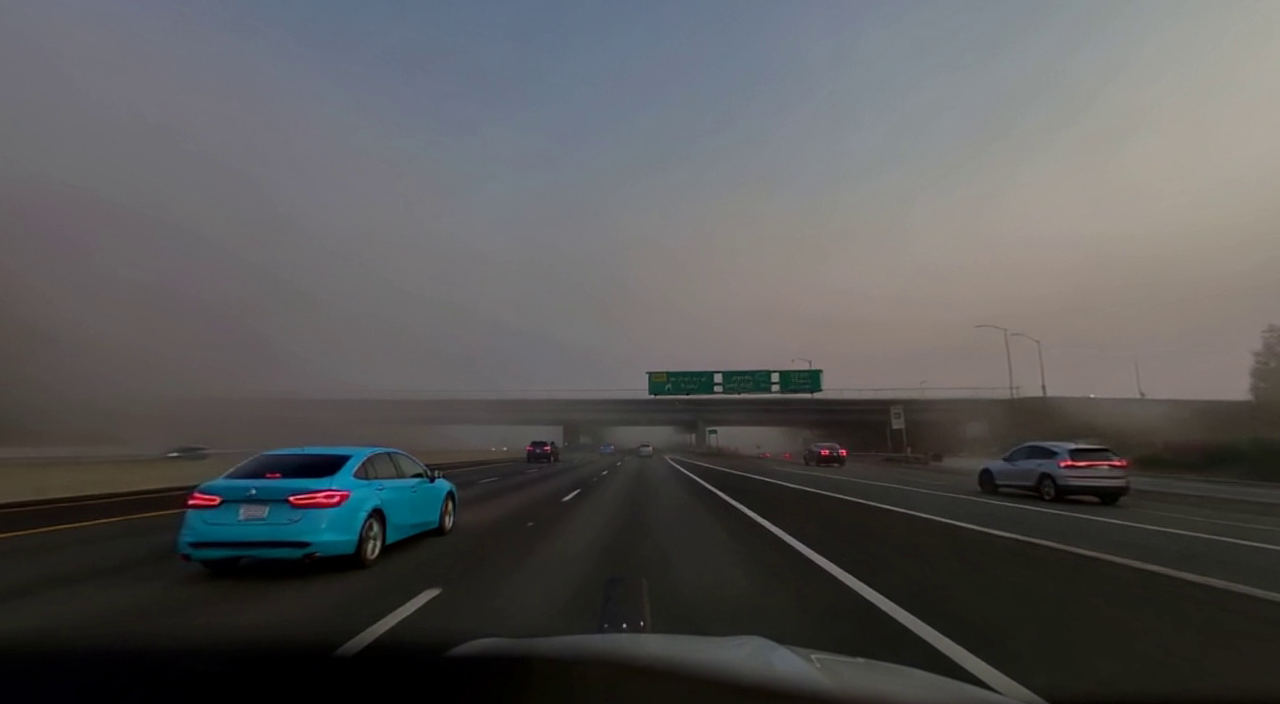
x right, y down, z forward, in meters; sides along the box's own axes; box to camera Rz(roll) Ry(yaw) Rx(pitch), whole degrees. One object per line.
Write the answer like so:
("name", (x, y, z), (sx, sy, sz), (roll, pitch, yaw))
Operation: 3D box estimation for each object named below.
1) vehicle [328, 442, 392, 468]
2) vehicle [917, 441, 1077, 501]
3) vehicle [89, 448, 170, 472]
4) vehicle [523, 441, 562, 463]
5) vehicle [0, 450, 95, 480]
("vehicle", (-17.583, 6.461, 39.837), (1.985, 1.554, 4.433), (0, -8, 1))
("vehicle", (10.044, 3.352, 18.218), (2.000, 1.515, 4.188), (0, -8, -3))
("vehicle", (-36.599, 7.732, 45.396), (1.829, 1.644, 4.584), (0, -8, 3))
("vehicle", (-7.000, 7.242, 45.663), (1.987, 1.486, 4.174), (0, -8, 2))
("vehicle", (-33.752, 6.296, 35.372), (1.906, 1.488, 4.742), (-1, -8, 4))
